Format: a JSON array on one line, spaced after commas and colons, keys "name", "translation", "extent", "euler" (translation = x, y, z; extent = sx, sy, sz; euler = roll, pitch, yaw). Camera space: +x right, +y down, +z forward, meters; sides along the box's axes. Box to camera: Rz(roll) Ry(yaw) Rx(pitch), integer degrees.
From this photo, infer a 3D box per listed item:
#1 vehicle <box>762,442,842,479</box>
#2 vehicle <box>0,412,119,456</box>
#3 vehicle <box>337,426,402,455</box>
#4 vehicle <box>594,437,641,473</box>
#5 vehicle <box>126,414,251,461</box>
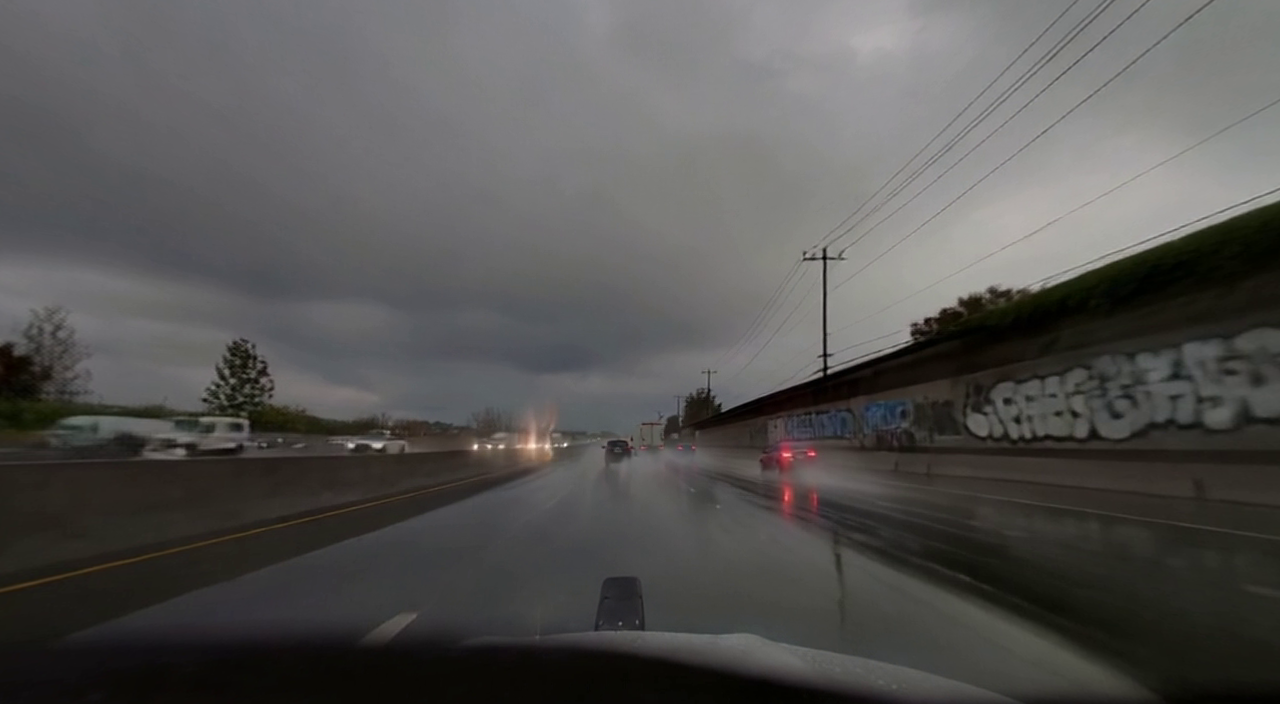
[{"name": "vehicle", "translation": [6.817, 4.639, 27.246], "extent": [2.018, 1.451, 4.762], "euler": [0, -9, -2]}, {"name": "vehicle", "translation": [-31.126, 4.342, 33.131], "extent": [5.594, 2.183, 2.388], "euler": [6, -11, -36]}, {"name": "vehicle", "translation": [-17.495, 5.784, 41.163], "extent": [2.138, 1.755, 5.022], "euler": [0, -9, -1]}, {"name": "vehicle", "translation": [-1.101, 5.048, 31.080], "extent": [2.191, 1.685, 3.353], "euler": [0, -9, -2]}, {"name": "vehicle", "translation": [-22.263, 4.305, 31.534], "extent": [2.270, 2.130, 5.448], "euler": [0, -9, -1]}]
